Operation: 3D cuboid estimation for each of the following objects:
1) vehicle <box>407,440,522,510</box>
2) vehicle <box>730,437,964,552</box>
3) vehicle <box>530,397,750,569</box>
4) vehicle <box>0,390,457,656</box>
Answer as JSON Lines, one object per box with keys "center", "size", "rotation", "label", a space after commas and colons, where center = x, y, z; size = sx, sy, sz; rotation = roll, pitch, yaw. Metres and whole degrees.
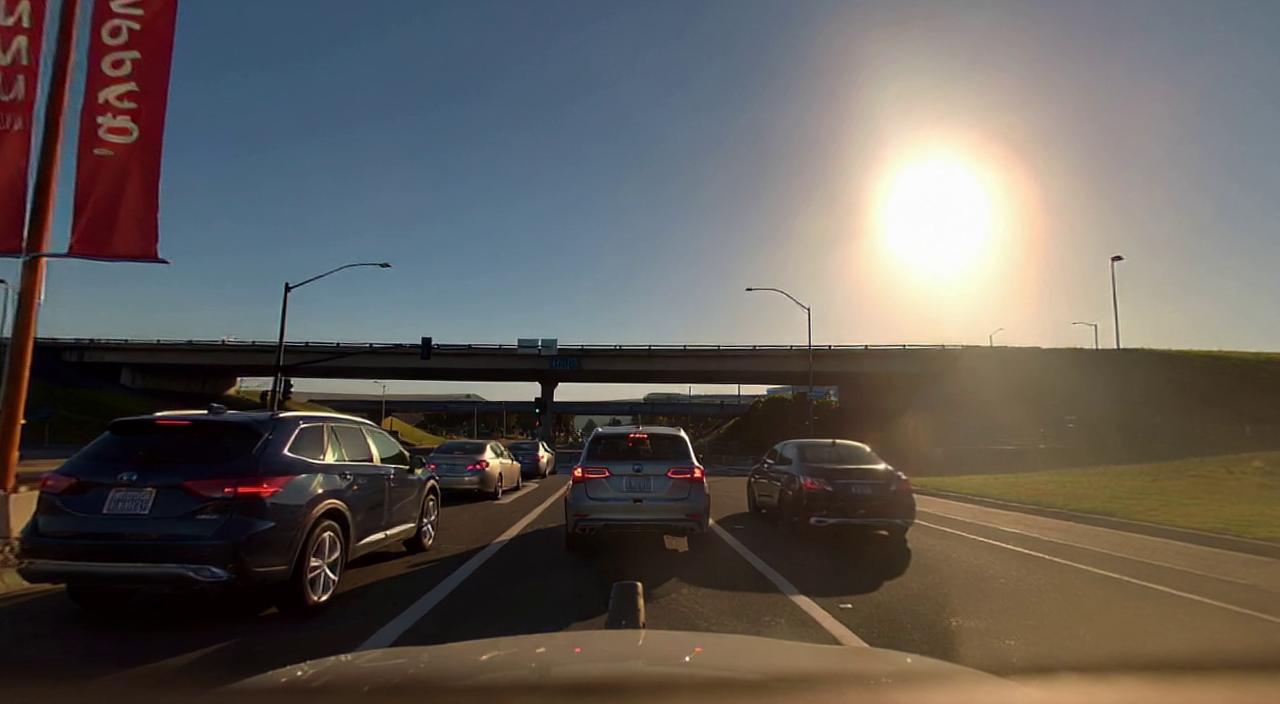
{"center": [-4.157, 2.943, 15.441], "size": [1.797, 1.505, 3.506], "rotation": [0, -9, 0], "label": "vehicle"}
{"center": [3.063, 2.232, 10.716], "size": [2.228, 1.472, 4.939], "rotation": [0, -9, -1], "label": "vehicle"}
{"center": [-0.083, 1.770, 9.215], "size": [2.409, 1.864, 4.471], "rotation": [0, -9, -2], "label": "vehicle"}
{"center": [-3.500, 1.425, 6.275], "size": [2.039, 1.709, 4.265], "rotation": [0, -9, 0], "label": "vehicle"}
